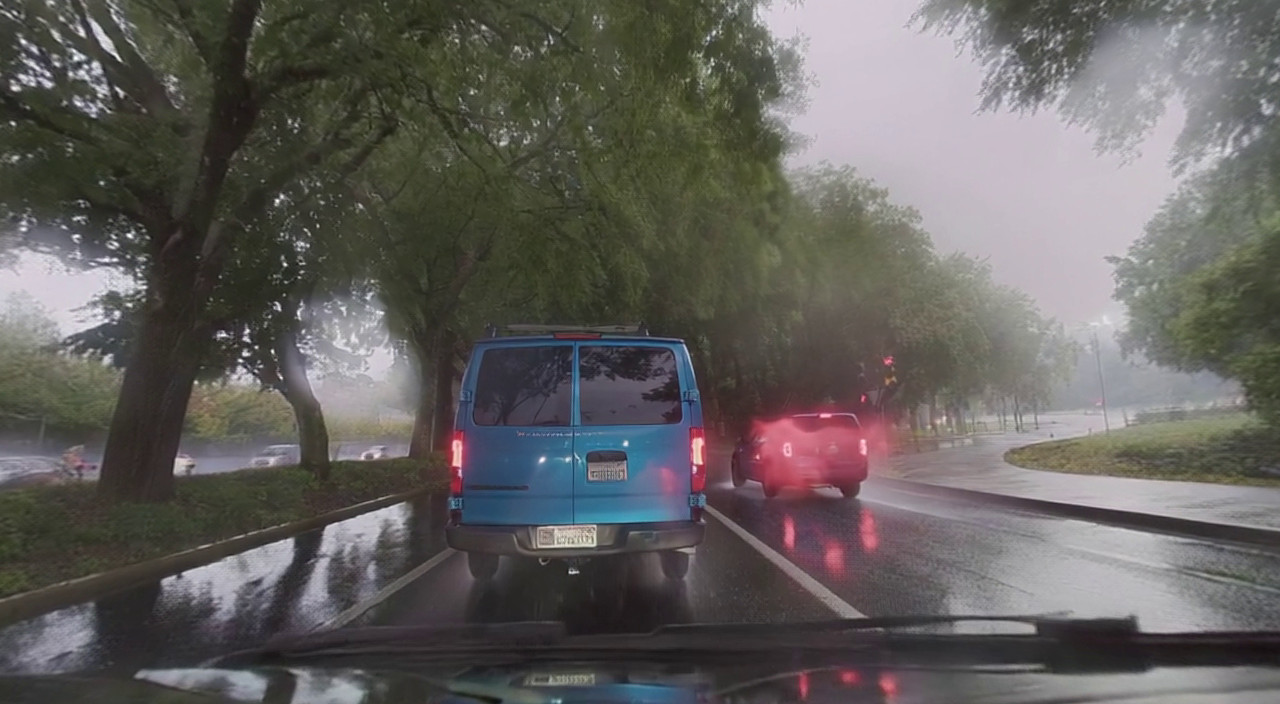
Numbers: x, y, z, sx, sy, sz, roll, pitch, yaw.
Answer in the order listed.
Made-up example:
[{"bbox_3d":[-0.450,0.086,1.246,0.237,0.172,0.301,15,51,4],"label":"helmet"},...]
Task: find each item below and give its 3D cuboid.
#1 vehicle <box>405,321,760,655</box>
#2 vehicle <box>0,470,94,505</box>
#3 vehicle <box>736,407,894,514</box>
[{"bbox_3d":[-0.326,1.133,6.098,2.145,2.046,4.309,0,-9,1],"label":"vehicle"},{"bbox_3d":[-28.148,6.139,28.704,4.726,1.456,1.873,1,-9,-4],"label":"vehicle"},{"bbox_3d":[3.395,2.207,13.202,1.988,1.873,3.968,0,-9,-3],"label":"vehicle"}]
